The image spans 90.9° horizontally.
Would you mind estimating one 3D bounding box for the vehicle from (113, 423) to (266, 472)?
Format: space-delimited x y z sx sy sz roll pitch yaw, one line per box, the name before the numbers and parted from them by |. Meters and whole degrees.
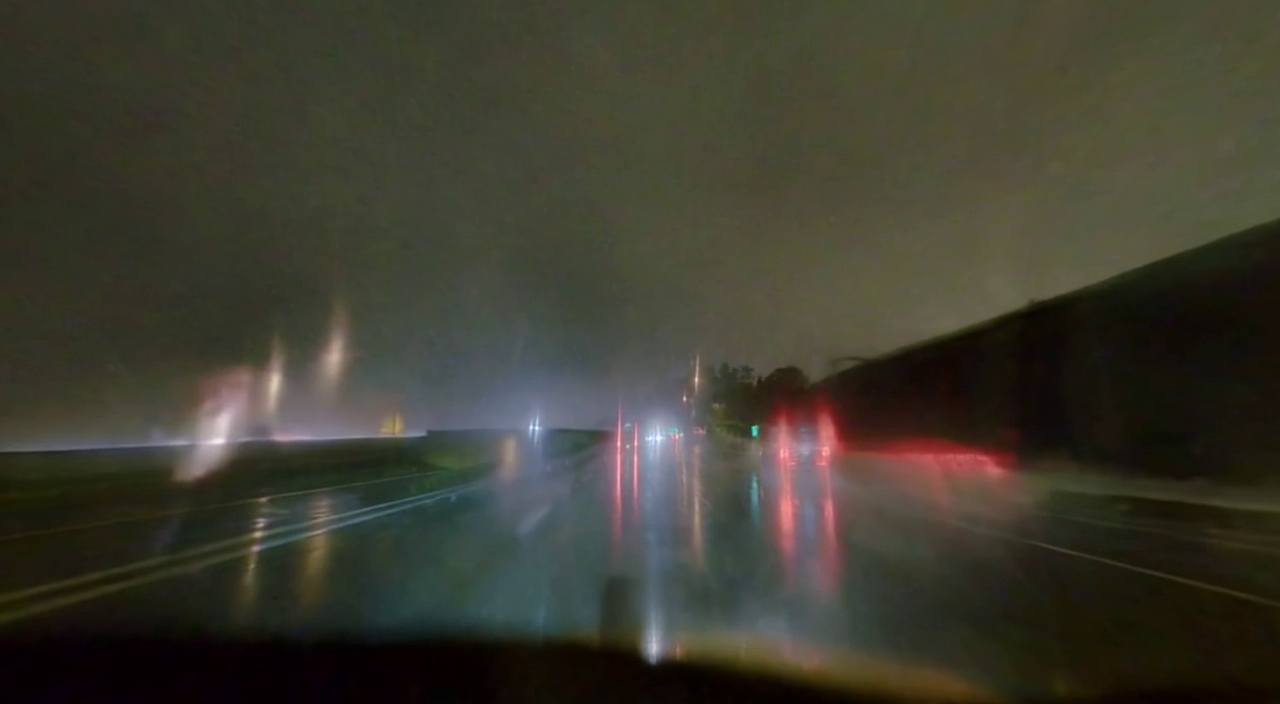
vehicle | -15.318 3.298 21.813 1.924 1.471 4.419 -1 -8 2
